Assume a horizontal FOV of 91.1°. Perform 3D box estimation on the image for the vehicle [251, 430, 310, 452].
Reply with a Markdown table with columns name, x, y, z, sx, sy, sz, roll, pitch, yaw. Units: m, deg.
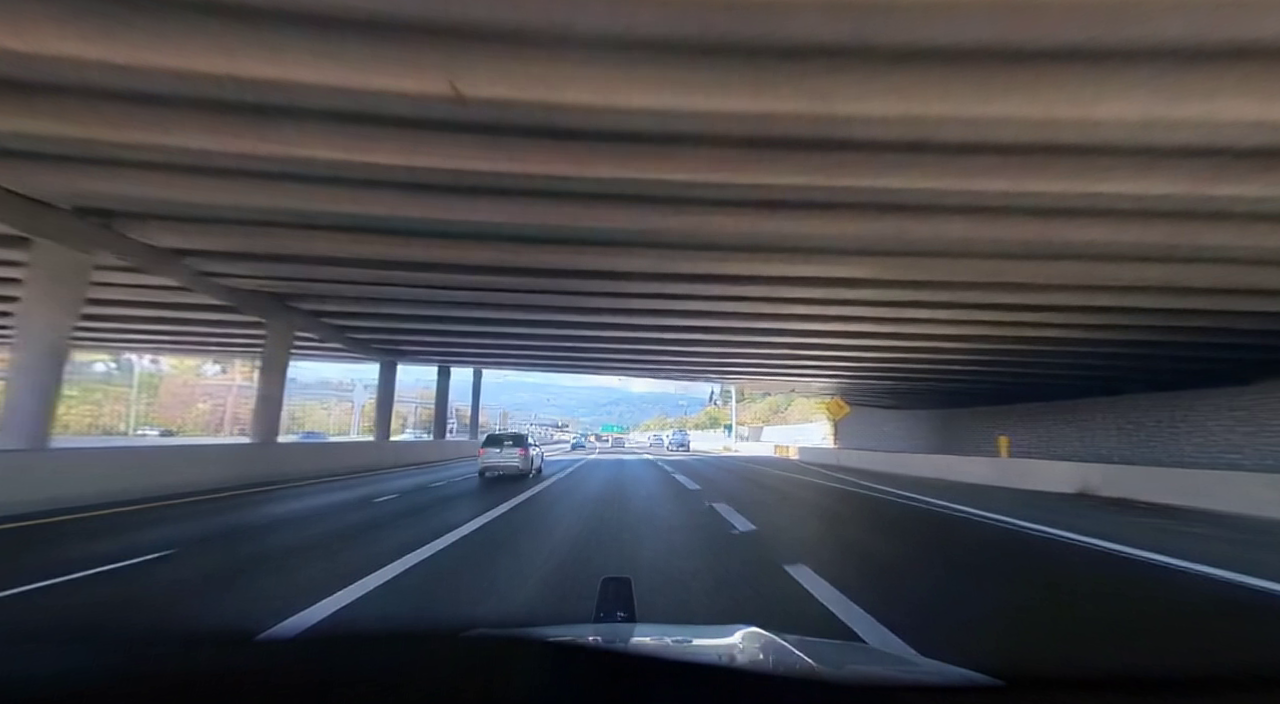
| name | x | y | z | sx | sy | sz | roll | pitch | yaw |
| --- | --- | --- | --- | --- | --- | --- | --- | --- | --- |
| vehicle | -24.713 | 6.123 | 43.367 | 1.782 | 1.475 | 4.029 | 0 | -8 | -1 |

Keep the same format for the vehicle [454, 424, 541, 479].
| name | x | y | z | sx | sy | sz | roll | pitch | yaw |
| --- | --- | --- | --- | --- | --- | --- | --- | --- | --- |
| vehicle | -4.365 | 3.109 | 19.914 | 1.878 | 1.548 | 3.966 | 0 | -8 | -1 |
